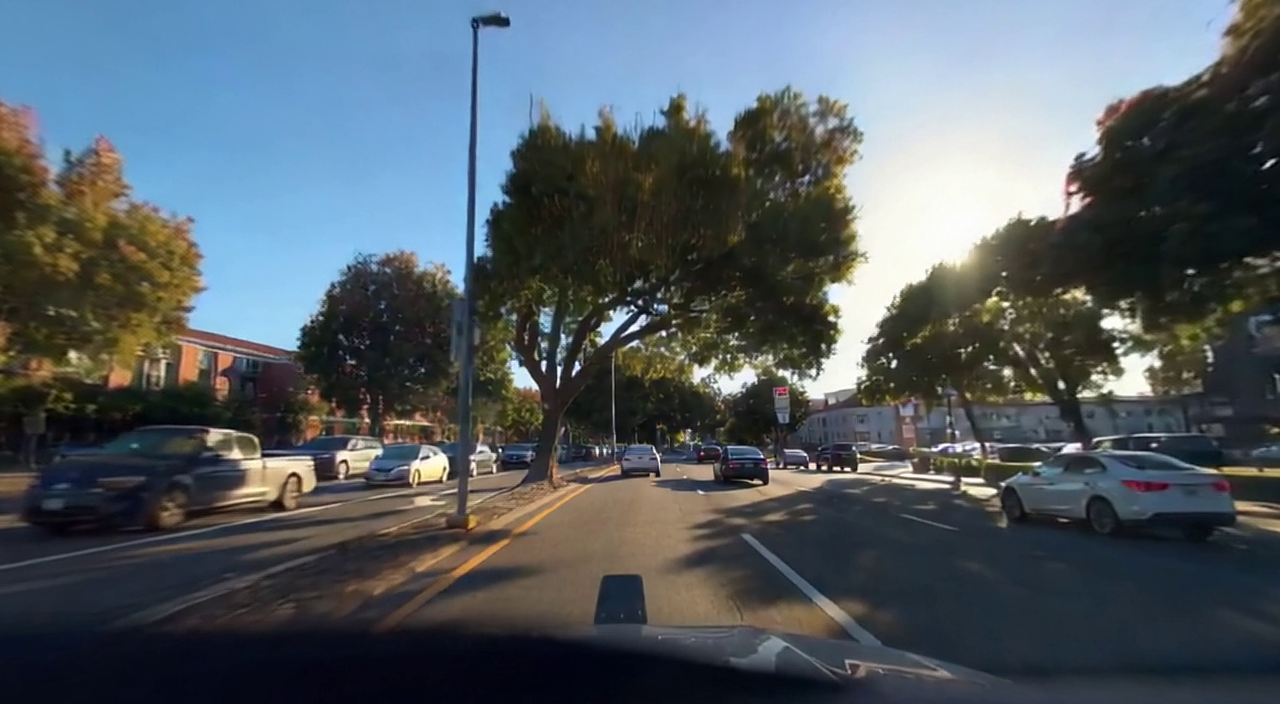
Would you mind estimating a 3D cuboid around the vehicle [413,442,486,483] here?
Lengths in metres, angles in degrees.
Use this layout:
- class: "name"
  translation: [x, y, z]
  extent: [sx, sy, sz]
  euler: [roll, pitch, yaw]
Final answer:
- class: "vehicle"
  translation: [-8.623, 4.998, 29.066]
  extent: [1.953, 1.647, 4.401]
  euler: [-2, -8, 1]

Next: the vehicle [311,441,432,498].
- class: "vehicle"
  translation: [-8.428, 3.691, 20.318]
  extent: [2.076, 1.595, 4.110]
  euler: [-1, -8, 1]

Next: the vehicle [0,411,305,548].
- class: "vehicle"
  translation: [-8.511, 2.173, 11.245]
  extent: [2.362, 1.825, 4.988]
  euler: [-2, -9, 0]

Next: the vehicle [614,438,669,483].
- class: "vehicle"
  translation: [0.103, 4.436, 26.053]
  extent: [2.101, 1.694, 3.979]
  euler: [0, -8, 1]

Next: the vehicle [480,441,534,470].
- class: "vehicle"
  translation: [-8.318, 6.530, 39.956]
  extent: [2.183, 1.706, 4.862]
  euler: [-1, -9, 2]

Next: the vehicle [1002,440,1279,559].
- class: "vehicle"
  translation: [8.163, 2.180, 10.191]
  extent: [1.909, 1.456, 4.569]
  euler: [0, -8, 0]

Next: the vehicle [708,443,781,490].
- class: "vehicle"
  translation: [3.561, 3.965, 22.260]
  extent: [1.852, 1.498, 3.825]
  euler: [0, -8, -1]

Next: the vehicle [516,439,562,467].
- class: "vehicle"
  translation: [-7.684, 7.767, 48.693]
  extent: [2.460, 1.970, 5.271]
  euler: [-1, -9, 3]

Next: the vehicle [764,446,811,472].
- class: "vehicle"
  translation: [8.966, 6.544, 38.851]
  extent: [1.860, 1.475, 4.488]
  euler: [0, -9, 1]
